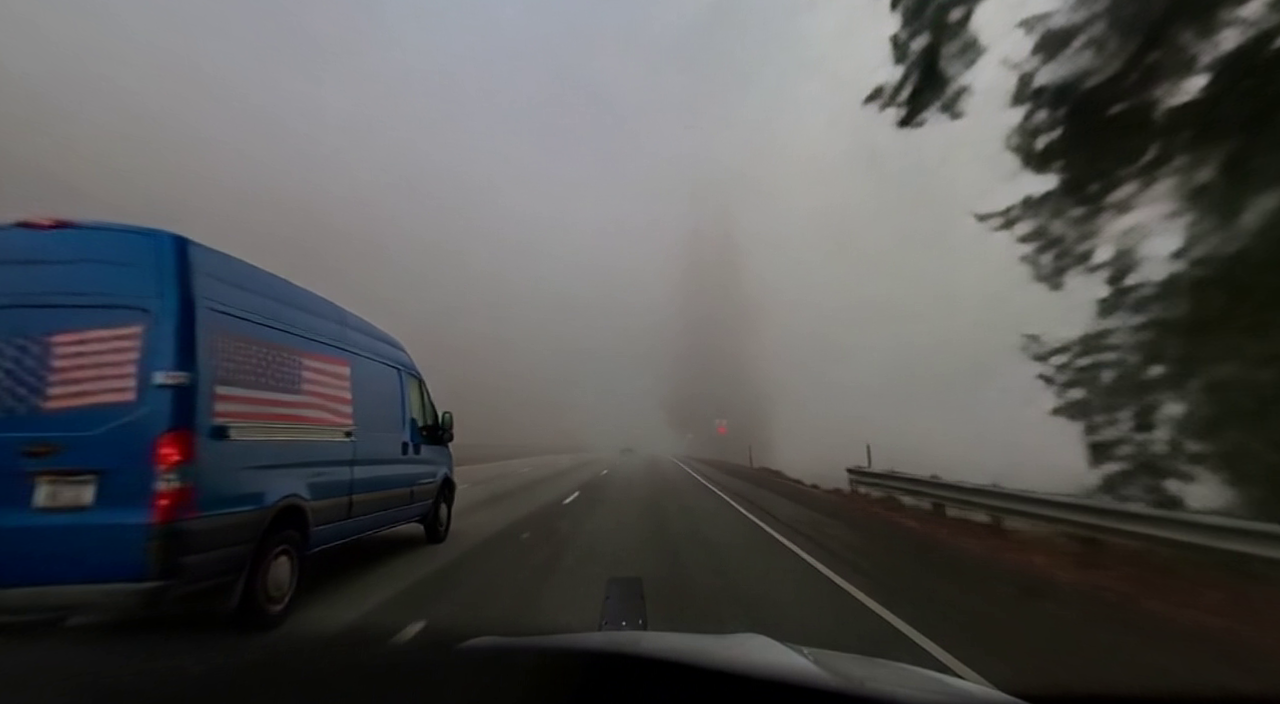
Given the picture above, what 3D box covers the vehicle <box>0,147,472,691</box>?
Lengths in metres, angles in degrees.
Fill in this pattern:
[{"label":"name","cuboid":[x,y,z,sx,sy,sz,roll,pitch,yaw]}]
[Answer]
[{"label":"vehicle","cuboid":[-3.646,0.684,6.166,2.319,2.883,5.632,-1,-8,1]}]
